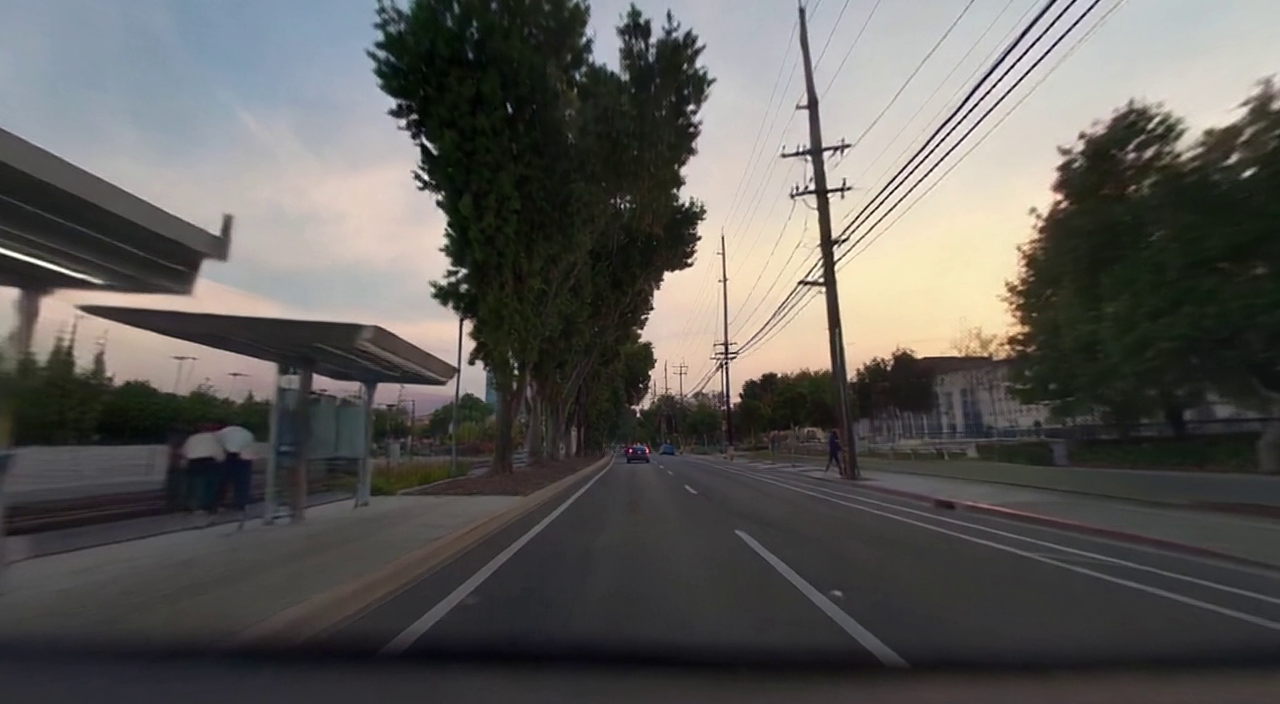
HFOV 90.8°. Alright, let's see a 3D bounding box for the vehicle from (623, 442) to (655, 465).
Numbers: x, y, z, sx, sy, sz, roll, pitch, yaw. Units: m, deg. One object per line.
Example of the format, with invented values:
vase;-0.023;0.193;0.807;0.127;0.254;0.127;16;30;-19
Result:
vehicle;-0.115;7.042;43.836;2.109;1.501;4.042;0;-9;-1
